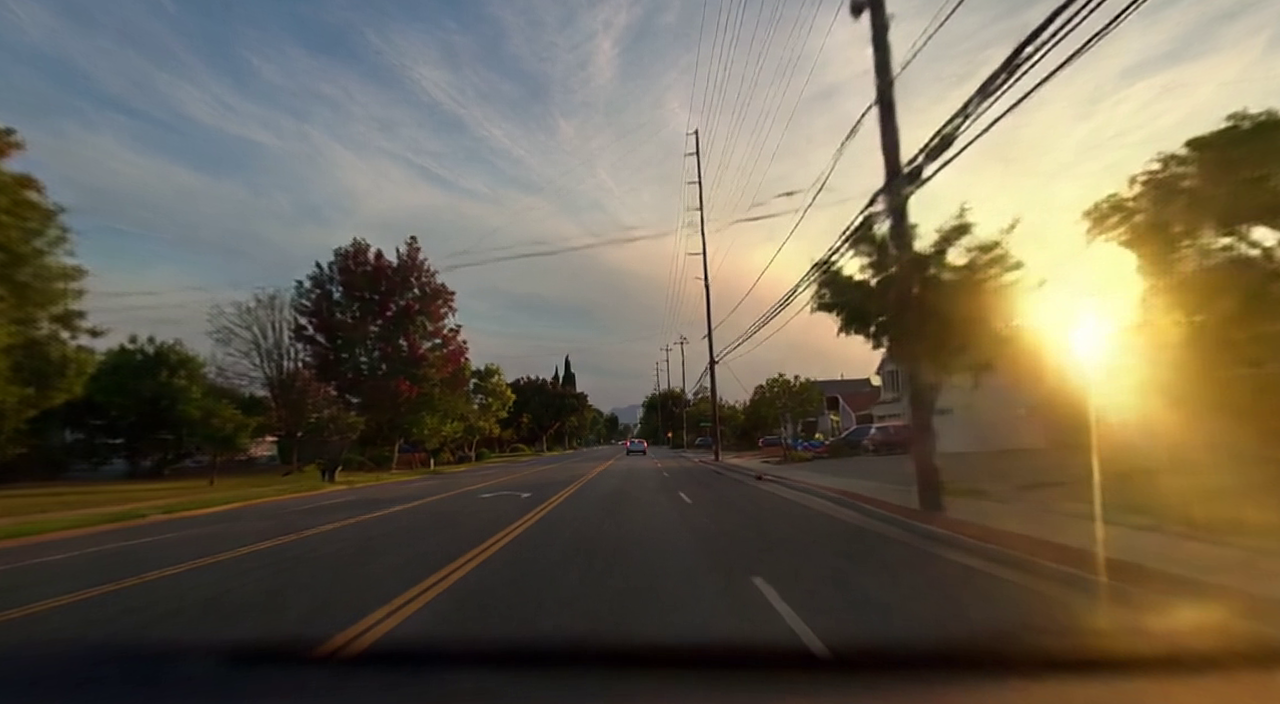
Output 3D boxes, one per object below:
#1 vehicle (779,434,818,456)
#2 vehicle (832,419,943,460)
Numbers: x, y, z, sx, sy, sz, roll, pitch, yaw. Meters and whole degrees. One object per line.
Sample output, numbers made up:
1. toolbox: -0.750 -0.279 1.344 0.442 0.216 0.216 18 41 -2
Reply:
1. vehicle: 12.112 7.140 48.271 1.846 1.523 4.492 0 -8 1
2. vehicle: 12.900 4.615 33.061 4.905 2.056 2.058 0 -9 0
